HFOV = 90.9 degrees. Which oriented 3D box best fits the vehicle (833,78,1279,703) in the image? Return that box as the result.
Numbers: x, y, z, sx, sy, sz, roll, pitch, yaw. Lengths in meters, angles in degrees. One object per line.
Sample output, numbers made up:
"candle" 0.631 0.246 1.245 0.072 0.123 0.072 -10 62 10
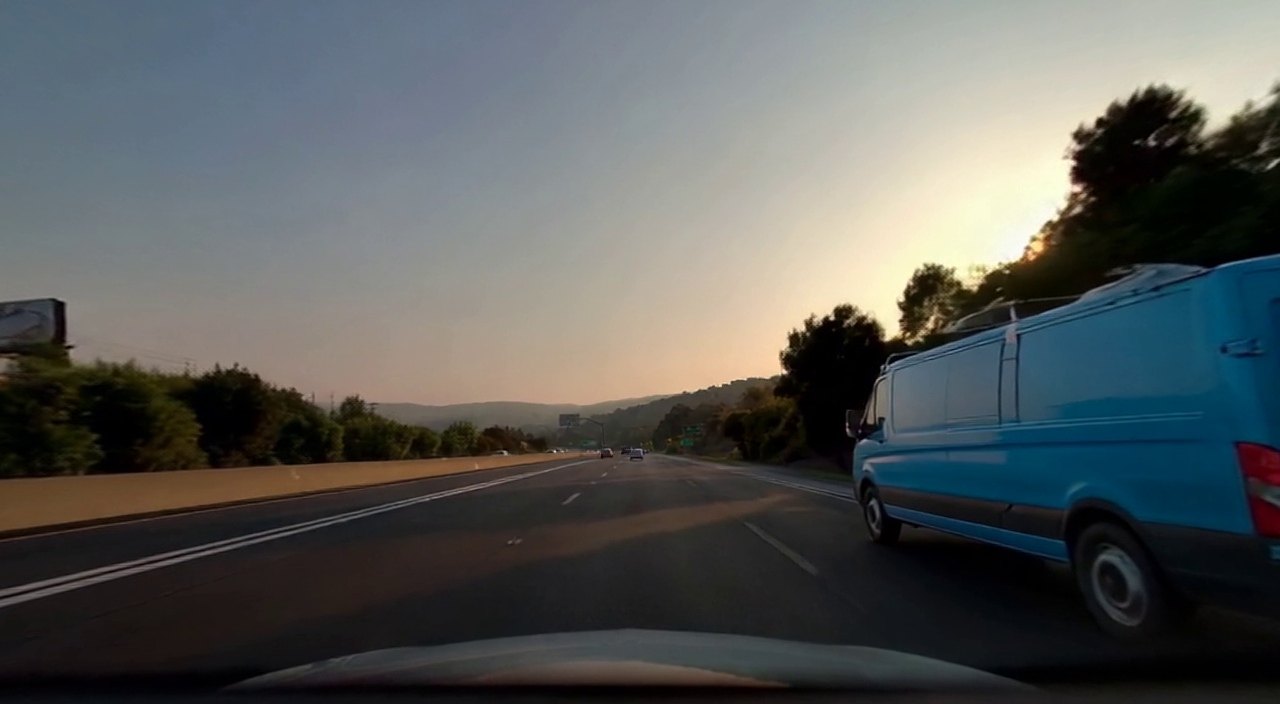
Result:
"vehicle" 4.070 0.674 5.596 2.527 2.809 6.831 0 -9 0
